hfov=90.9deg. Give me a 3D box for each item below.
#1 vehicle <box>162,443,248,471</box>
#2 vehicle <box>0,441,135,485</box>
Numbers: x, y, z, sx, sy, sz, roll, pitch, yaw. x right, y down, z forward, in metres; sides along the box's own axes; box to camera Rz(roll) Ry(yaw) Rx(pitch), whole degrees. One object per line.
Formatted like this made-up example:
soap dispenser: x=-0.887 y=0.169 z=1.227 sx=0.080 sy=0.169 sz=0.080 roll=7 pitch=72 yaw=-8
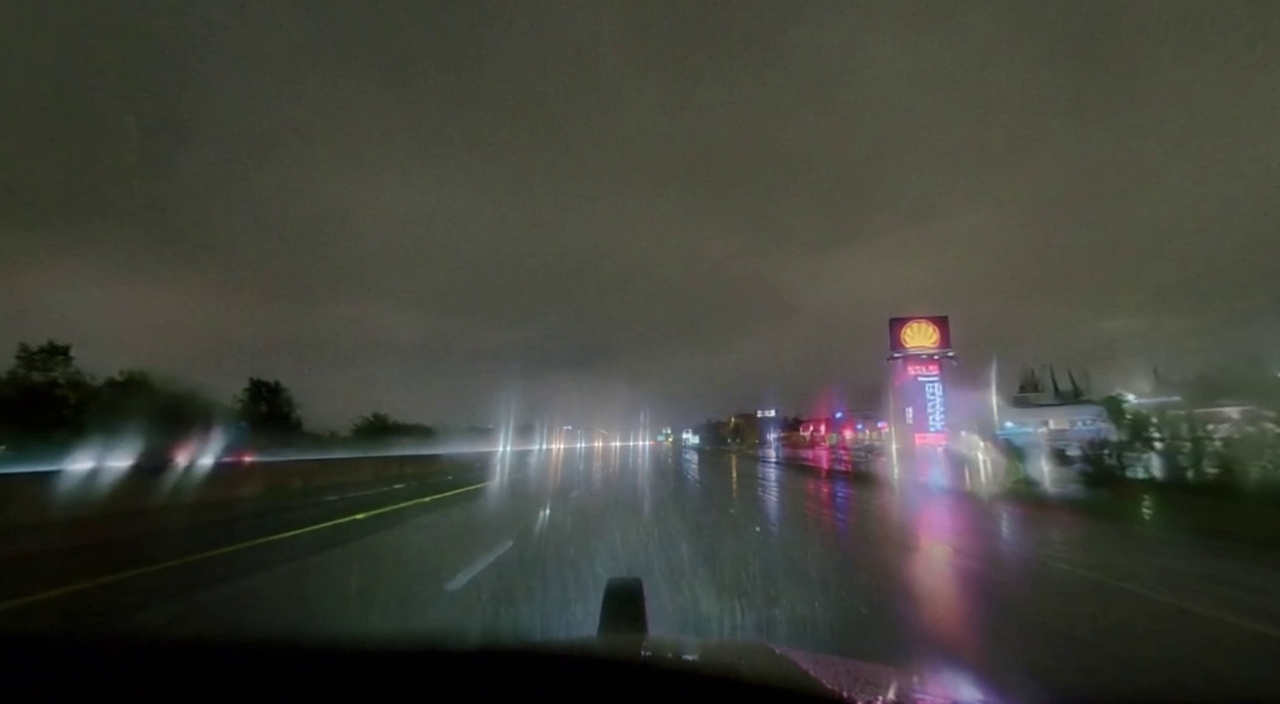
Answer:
vehicle: x=-27.367 y=6.601 z=39.906 sx=2.027 sy=1.672 sz=4.667 roll=0 pitch=-8 yaw=1
vehicle: x=-23.497 y=4.447 z=25.660 sx=1.930 sy=1.633 sz=4.669 roll=0 pitch=-8 yaw=1
